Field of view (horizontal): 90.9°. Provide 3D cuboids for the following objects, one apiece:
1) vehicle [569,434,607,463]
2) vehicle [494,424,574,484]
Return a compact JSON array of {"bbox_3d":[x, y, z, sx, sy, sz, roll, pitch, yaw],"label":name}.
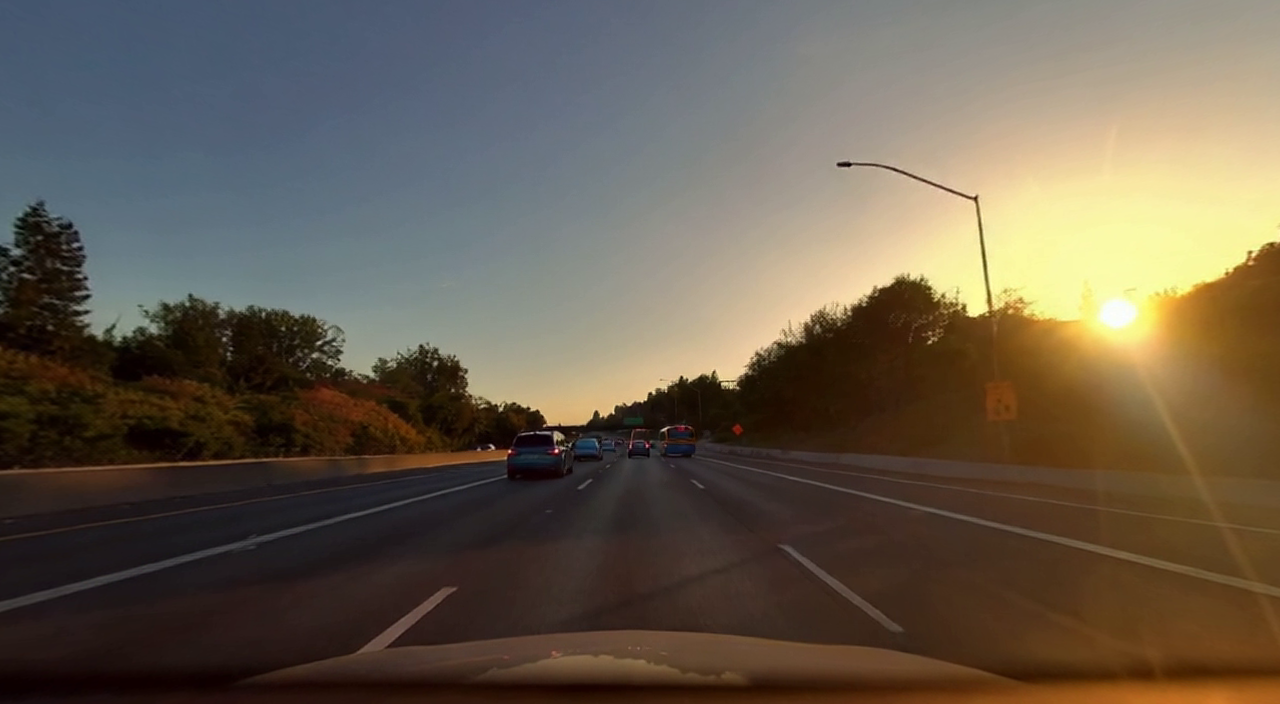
[{"bbox_3d":[-3.477,6.591,43.021,2.155,1.843,4.567,0,-8,0],"label":"vehicle"},{"bbox_3d":[-3.640,3.605,22.477,2.016,1.898,4.458,0,-8,1],"label":"vehicle"}]
